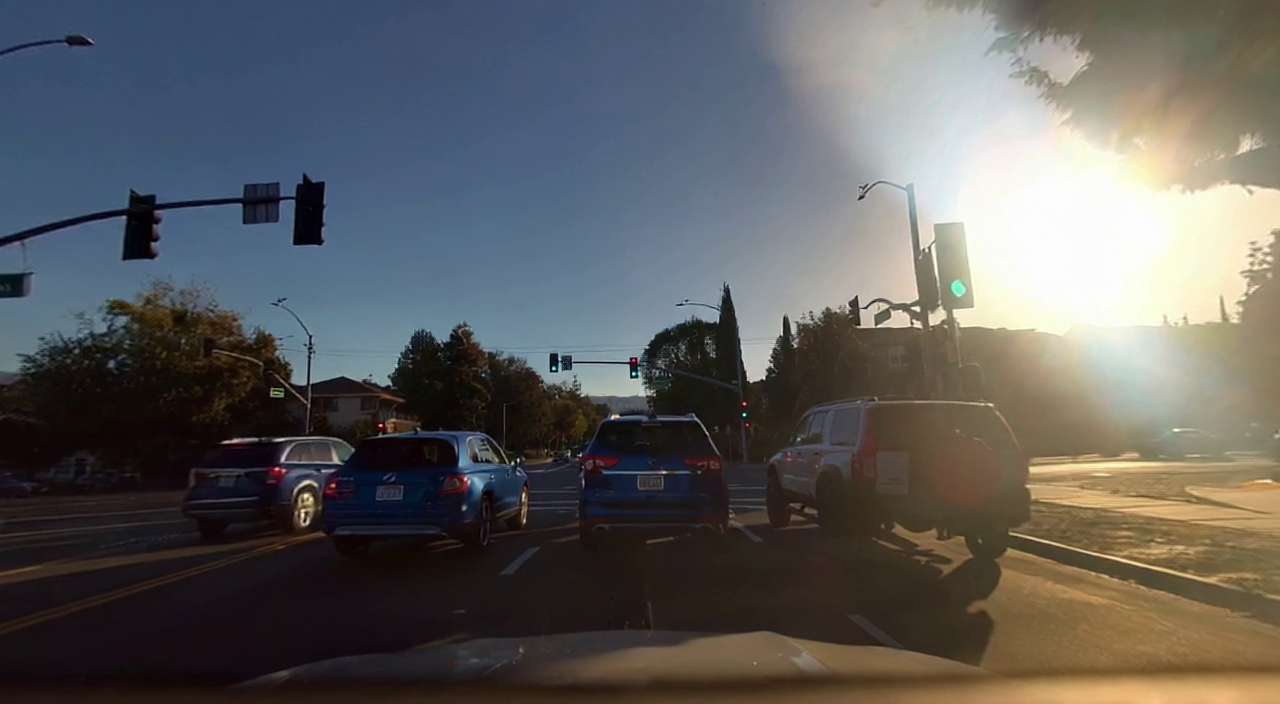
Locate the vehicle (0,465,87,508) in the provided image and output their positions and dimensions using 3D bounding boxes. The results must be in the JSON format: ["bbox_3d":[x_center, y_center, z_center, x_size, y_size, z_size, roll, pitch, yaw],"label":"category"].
[{"bbox_3d":[-23.983,5.063,23.719,4.383,1.456,1.999,-1,-8,-1],"label":"vehicle"}]

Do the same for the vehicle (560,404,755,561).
[{"bbox_3d":[0.170,1.804,9.393,2.235,1.778,4.178,0,-8,-1],"label":"vehicle"}]

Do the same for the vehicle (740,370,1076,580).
[{"bbox_3d":[3.098,1.628,9.142,2.338,2.063,5.672,0,-8,0],"label":"vehicle"}]

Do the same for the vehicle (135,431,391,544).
[{"bbox_3d":[-6.629,2.397,11.908,2.193,1.687,4.507,0,-8,-3],"label":"vehicle"}]

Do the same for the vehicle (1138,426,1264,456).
[{"bbox_3d":[28.166,4.500,31.736,4.512,1.444,1.859,0,-8,0],"label":"vehicle"}]

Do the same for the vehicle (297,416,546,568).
[{"bbox_3d":[-2.769,1.892,9.326,2.058,1.659,4.514,0,-8,0],"label":"vehicle"}]
